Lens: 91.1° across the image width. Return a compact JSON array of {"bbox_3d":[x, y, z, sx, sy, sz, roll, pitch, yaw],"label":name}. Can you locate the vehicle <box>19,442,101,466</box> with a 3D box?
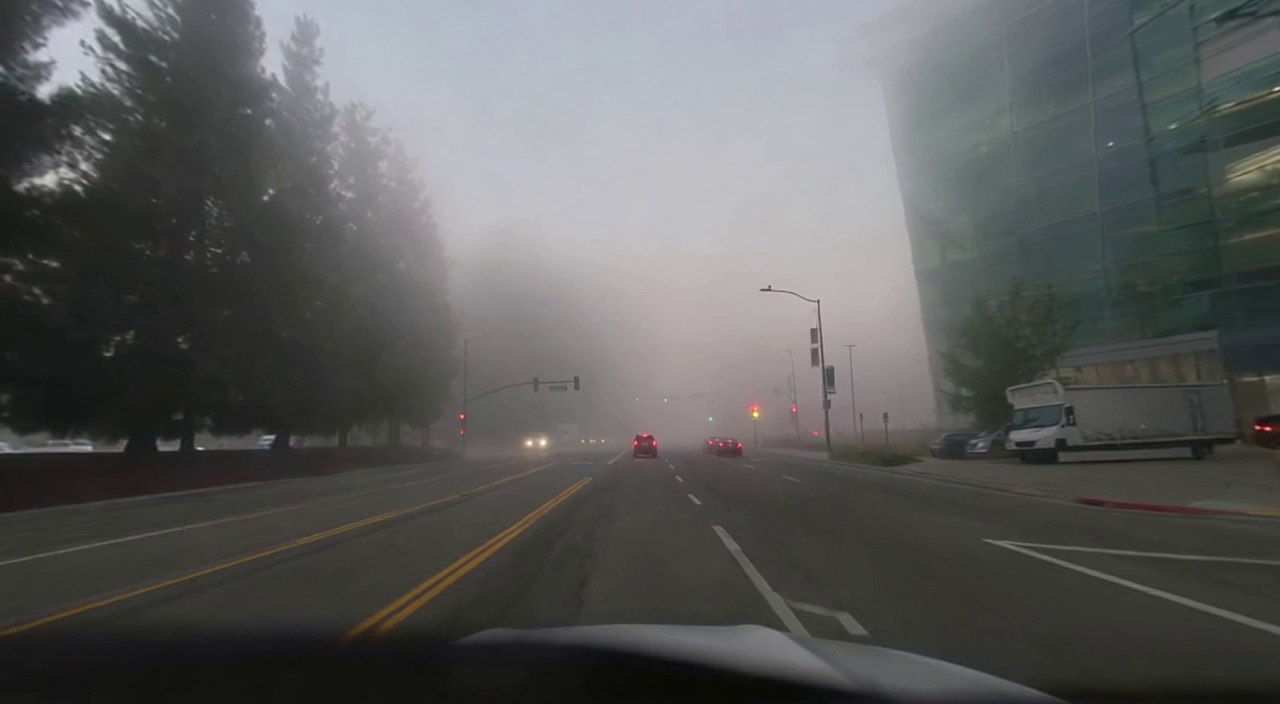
[{"bbox_3d":[-38.956,6.832,42.216,3.756,1.484,1.747,-1,-8,-1],"label":"vehicle"}]

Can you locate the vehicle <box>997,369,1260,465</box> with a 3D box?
[{"bbox_3d":[18.942,2.583,24.764,7.796,3.467,2.793,-1,-8,0],"label":"vehicle"}]
